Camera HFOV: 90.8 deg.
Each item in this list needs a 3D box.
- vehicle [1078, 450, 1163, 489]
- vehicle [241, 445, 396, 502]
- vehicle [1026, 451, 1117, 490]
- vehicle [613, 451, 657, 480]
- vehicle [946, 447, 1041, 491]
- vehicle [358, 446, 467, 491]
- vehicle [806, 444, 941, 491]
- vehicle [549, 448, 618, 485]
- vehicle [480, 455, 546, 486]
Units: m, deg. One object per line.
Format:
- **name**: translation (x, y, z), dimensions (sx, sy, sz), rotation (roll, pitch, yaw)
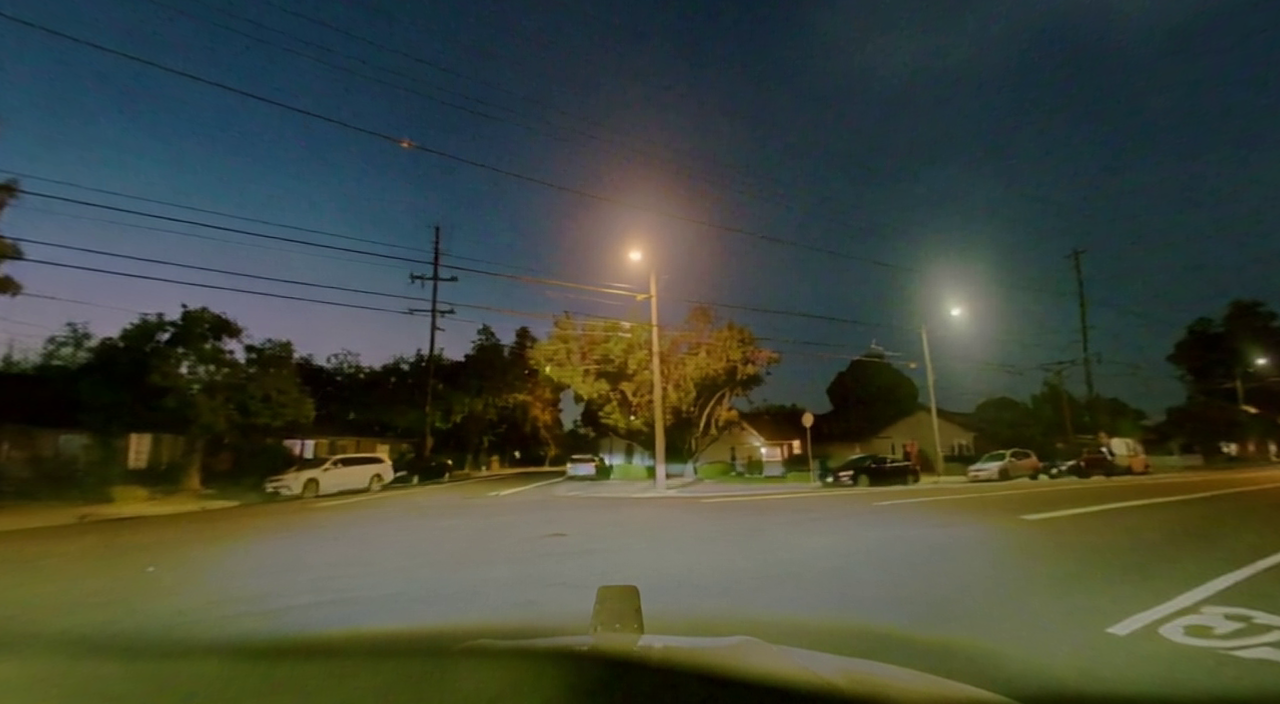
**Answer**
- **vehicle**: translation (28.190, 6.799, 37.016), dimensions (5.738, 2.060, 2.282), rotation (6, -11, -36)
- **vehicle**: translation (-11.877, 4.478, 23.986), dimensions (2.152, 1.877, 5.701), rotation (-2, -9, 10)
- **vehicle**: translation (23.099, 6.267, 33.762), dimensions (5.499, 1.837, 2.089), rotation (6, -10, -35)
- **vehicle**: translation (-0.271, 7.251, 40.629), dimensions (1.989, 1.683, 3.918), rotation (-2, -9, 12)
- **vehicle**: translation (16.268, 5.317, 29.010), dimensions (4.414, 1.837, 1.937), rotation (6, -10, -34)
- **vehicle**: translation (-10.629, 5.454, 30.142), dimensions (2.283, 1.909, 5.692), rotation (-2, -9, 10)
- **vehicle**: translation (8.955, 4.479, 24.096), dimensions (5.197, 1.431, 2.136), rotation (10, -16, -33)
- **vehicle**: translation (-2.570, 5.350, 29.844), dimensions (1.981, 1.579, 4.446), rotation (-2, -9, 12)
- **vehicle**: translation (-8.359, 7.829, 42.196), dimensions (2.287, 1.830, 5.343), rotation (-2, -9, 12)
